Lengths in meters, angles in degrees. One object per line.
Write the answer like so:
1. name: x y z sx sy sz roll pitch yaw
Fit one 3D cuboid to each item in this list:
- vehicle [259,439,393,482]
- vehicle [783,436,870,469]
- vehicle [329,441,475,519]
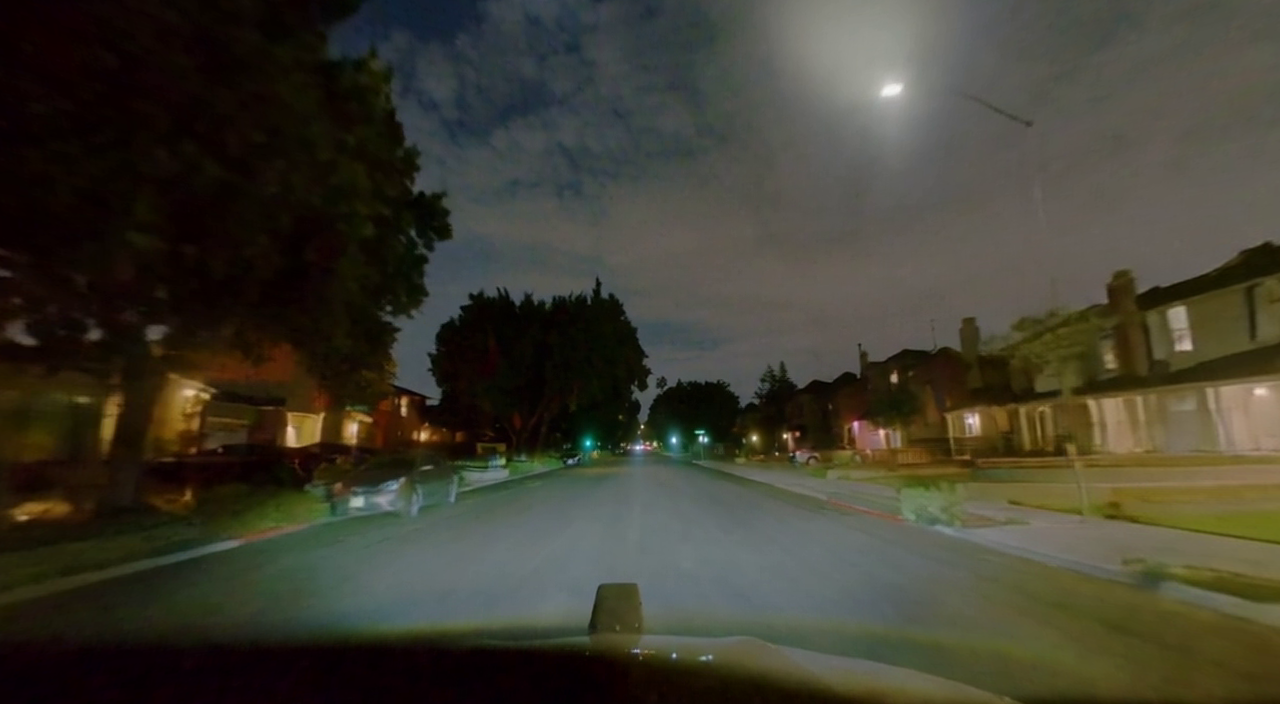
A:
1. vehicle: -12.148 4.217 24.631 4.135 1.567 1.944 0 -9 2
2. vehicle: 11.326 6.136 38.610 4.626 1.880 1.980 1 -9 -9
3. vehicle: -5.656 3.078 15.691 1.944 1.621 4.187 -1 -9 1
